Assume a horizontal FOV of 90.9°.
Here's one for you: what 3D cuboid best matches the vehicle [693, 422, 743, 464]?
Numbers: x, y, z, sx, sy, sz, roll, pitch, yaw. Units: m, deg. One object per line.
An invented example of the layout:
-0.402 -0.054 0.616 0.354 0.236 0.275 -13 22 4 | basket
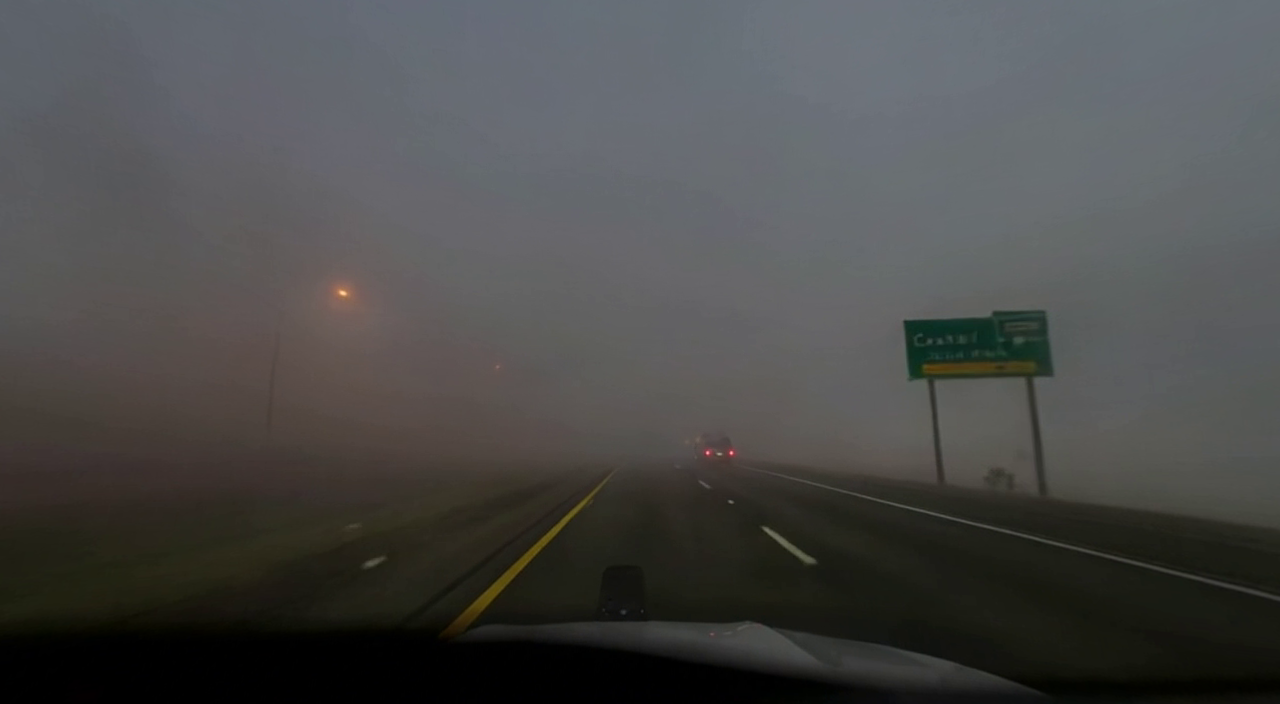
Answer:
5.005 6.001 41.530 2.430 2.495 6.062 0 -9 0 | vehicle
